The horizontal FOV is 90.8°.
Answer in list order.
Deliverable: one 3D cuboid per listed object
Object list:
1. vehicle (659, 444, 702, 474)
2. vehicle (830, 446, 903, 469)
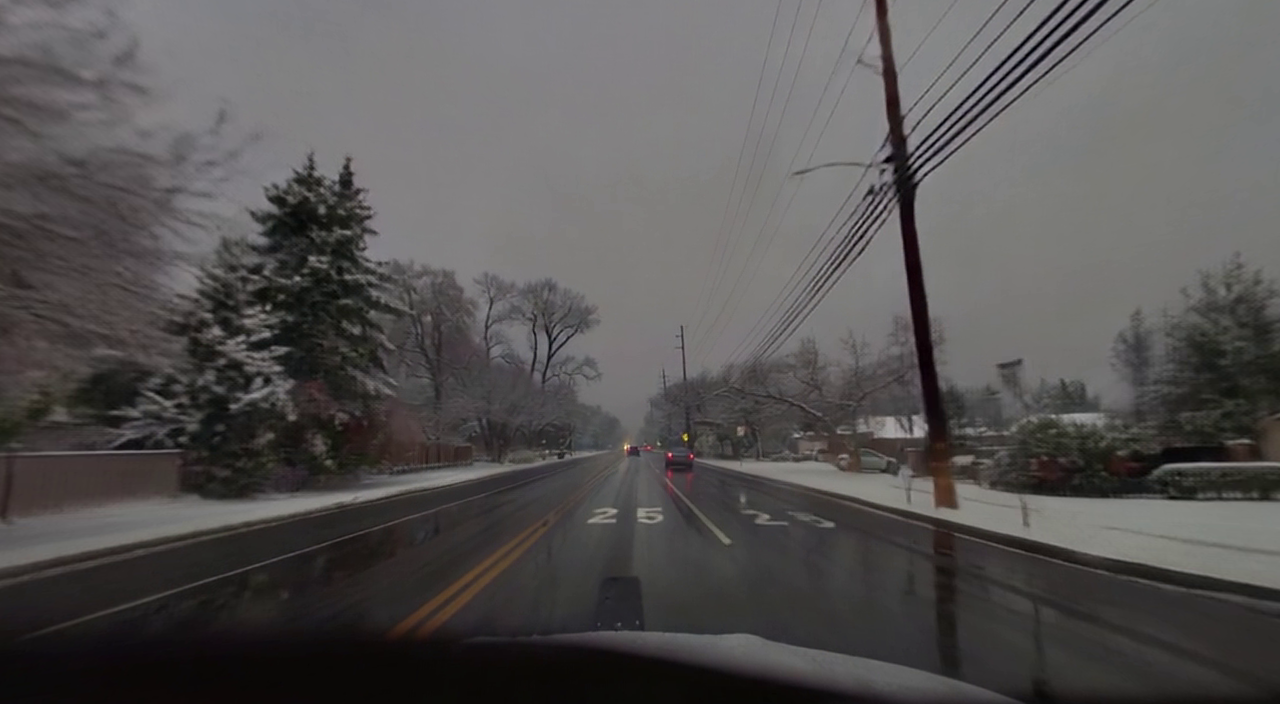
[{"bbox_3d":[2.052,5.569,33.084,1.975,1.497,3.647,0,-9,0],"label":"vehicle"},{"bbox_3d":[14.441,6.770,40.462,3.838,1.405,1.992,1,-9,-6],"label":"vehicle"}]
